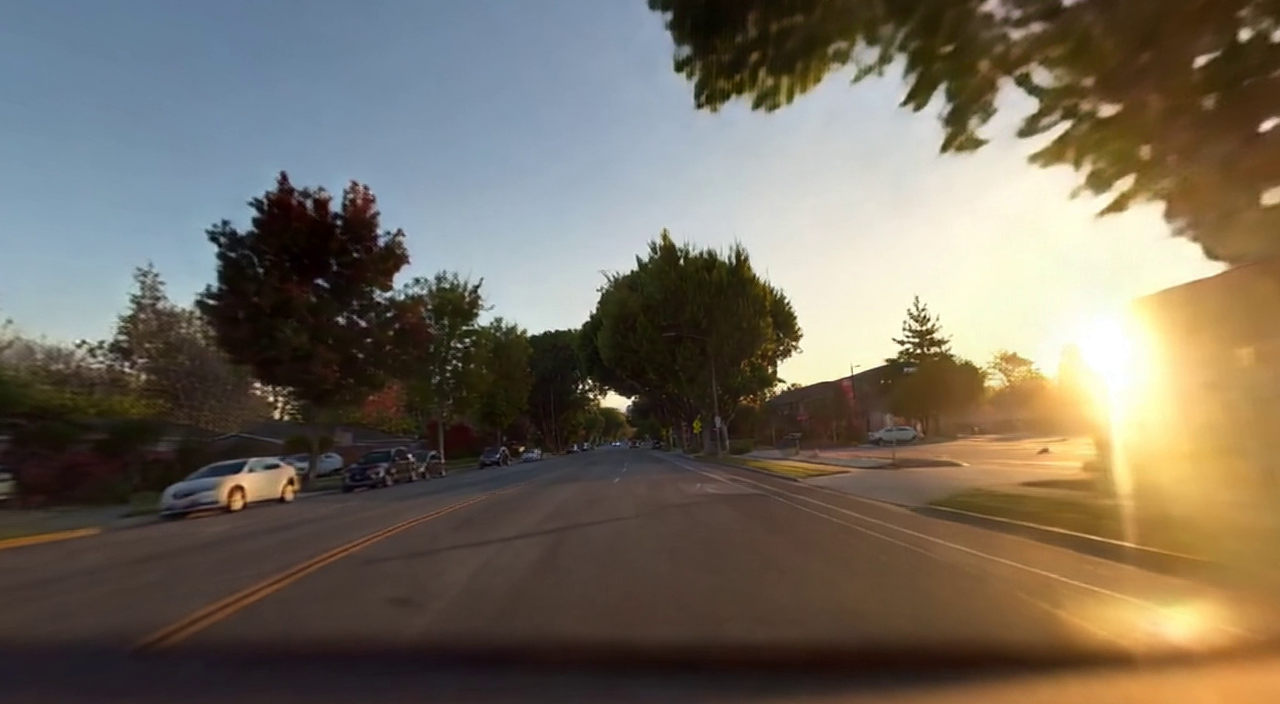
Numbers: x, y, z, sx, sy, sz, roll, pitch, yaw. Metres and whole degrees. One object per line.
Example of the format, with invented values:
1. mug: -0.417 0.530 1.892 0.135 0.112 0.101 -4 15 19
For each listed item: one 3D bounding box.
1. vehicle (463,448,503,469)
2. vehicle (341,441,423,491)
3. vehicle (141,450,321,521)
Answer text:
1. vehicle: -11.762 8.006 47.569 1.958 1.457 4.254 0 -9 -1
2. vehicle: -11.633 5.141 28.853 2.015 1.884 4.488 -6 -8 -3
3. vehicle: -11.522 3.732 18.344 1.950 1.720 4.868 0 -9 0
